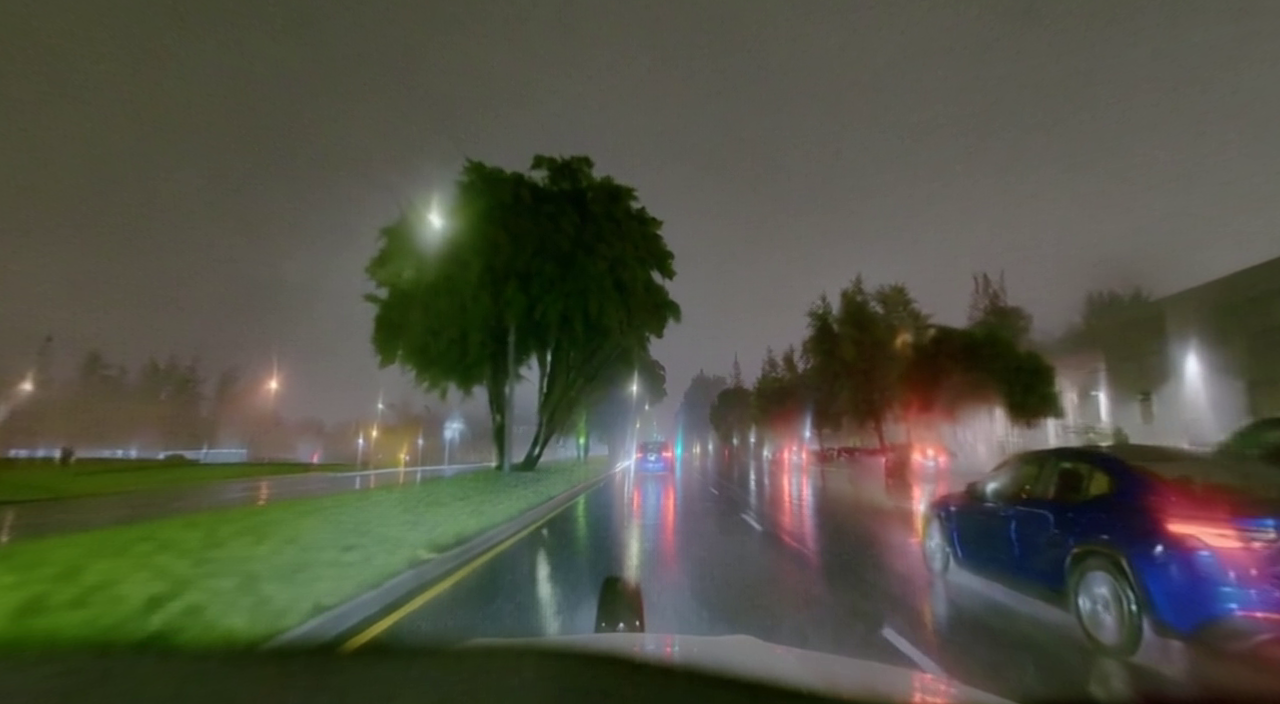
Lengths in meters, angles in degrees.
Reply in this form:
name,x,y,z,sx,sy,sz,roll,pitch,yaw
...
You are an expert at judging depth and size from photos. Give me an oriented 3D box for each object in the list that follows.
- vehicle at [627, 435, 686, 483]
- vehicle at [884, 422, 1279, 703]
name,x,y,z,sx,sy,sz,roll,pitch,yaw
vehicle,0.552,4.102,24.494,2.085,1.693,4.301,0,-8,0
vehicle,3.871,1.372,5.218,1.918,1.418,4.360,0,-8,-1
